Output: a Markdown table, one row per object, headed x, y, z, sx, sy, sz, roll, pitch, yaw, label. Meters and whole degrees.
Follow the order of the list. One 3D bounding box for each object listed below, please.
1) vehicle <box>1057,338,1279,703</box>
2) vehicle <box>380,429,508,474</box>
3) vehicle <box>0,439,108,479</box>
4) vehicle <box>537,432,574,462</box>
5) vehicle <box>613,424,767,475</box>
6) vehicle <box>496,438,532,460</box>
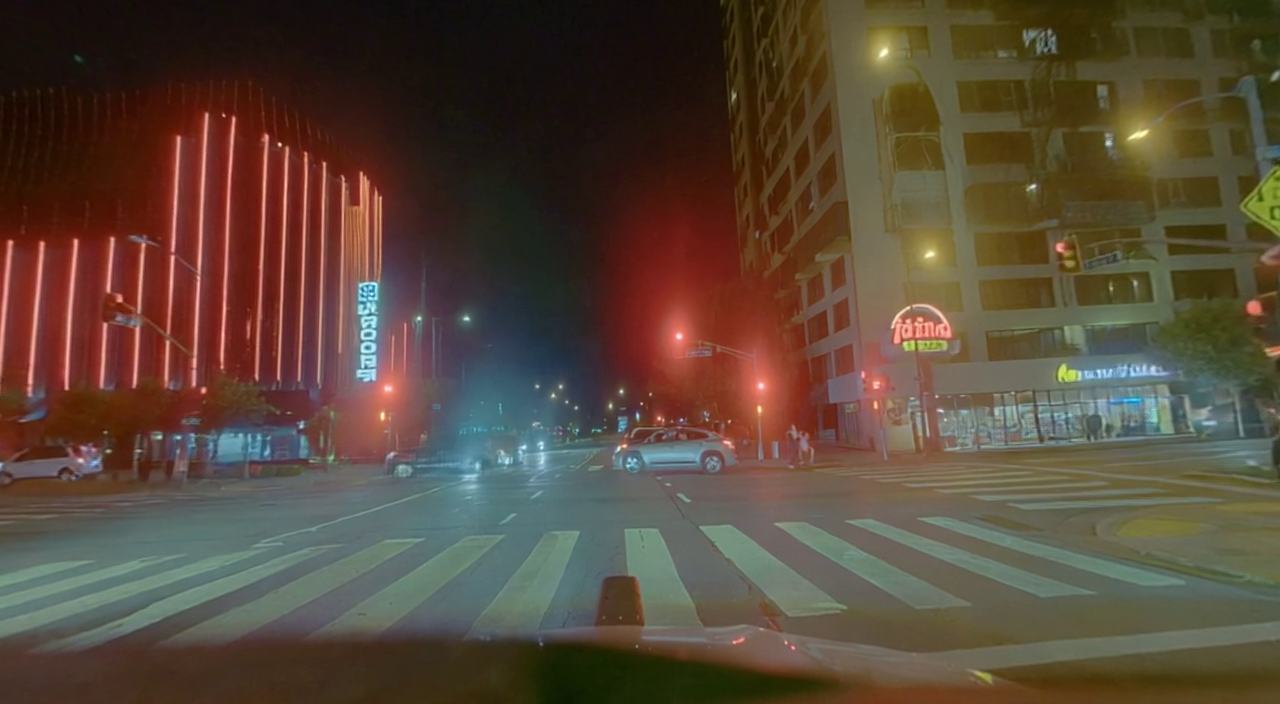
| x | y | z | sx | sy | sz | roll | pitch | yaw | label |
| --- | --- | --- | --- | --- | --- | --- | --- | --- | --- |
| 3.022 | 0.611 | 0.870 | 1.866 | 1.654 | 4.354 | 0 | -8 | 0 | vehicle |
| -7.641 | 3.934 | 25.030 | 4.513 | 1.682 | 1.810 | 1 | -9 | -7 | vehicle |
| -31.554 | 5.609 | 33.527 | 2.205 | 1.903 | 5.877 | 1 | -9 | -9 | vehicle |
| -5.115 | 5.804 | 38.615 | 1.976 | 1.683 | 4.117 | 0 | -8 | -4 | vehicle |
| 1.544 | 3.111 | 20.359 | 4.612 | 1.521 | 1.811 | 1 | -9 | -9 | vehicle |
| -8.624 | 6.694 | 43.705 | 1.906 | 1.402 | 4.904 | 0 | -8 | -5 | vehicle |
